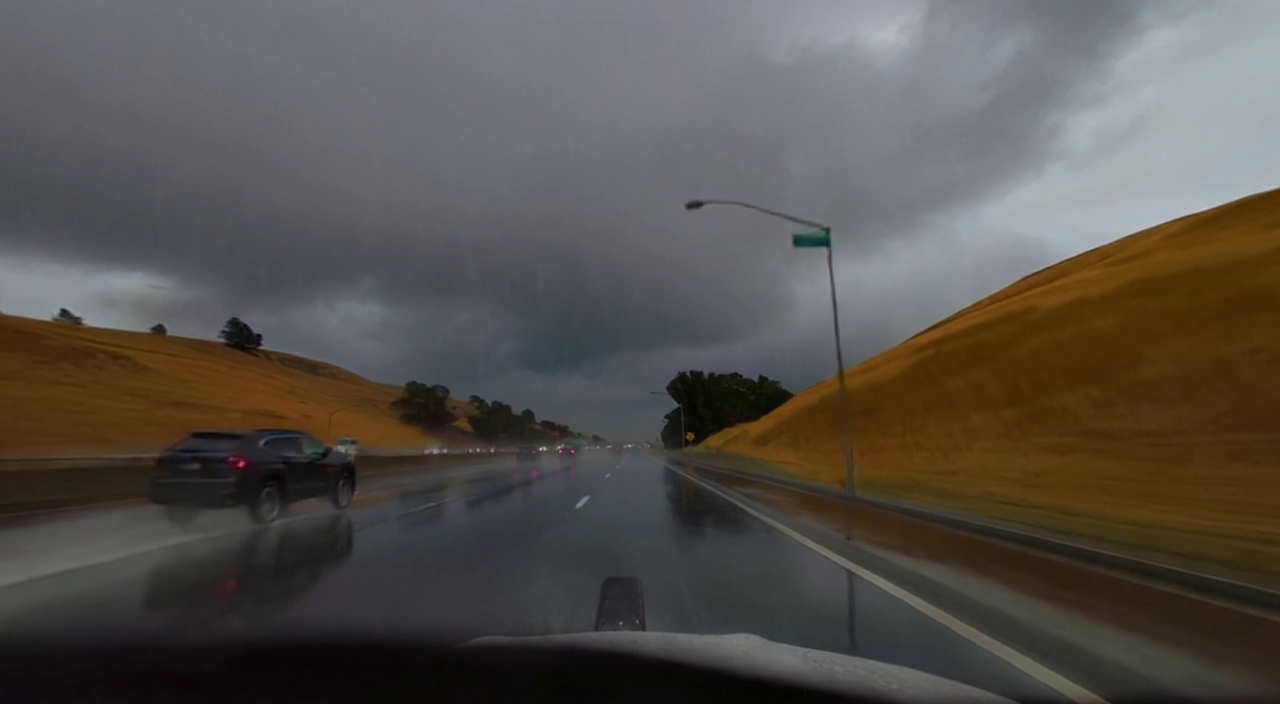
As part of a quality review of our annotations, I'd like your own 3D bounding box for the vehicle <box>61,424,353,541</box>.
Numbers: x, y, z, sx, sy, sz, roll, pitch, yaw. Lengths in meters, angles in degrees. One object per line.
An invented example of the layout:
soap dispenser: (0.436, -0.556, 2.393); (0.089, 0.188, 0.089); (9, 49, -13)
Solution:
vehicle: (-7.106, 2.176, 11.098); (2.045, 1.624, 4.338); (0, -9, 0)
